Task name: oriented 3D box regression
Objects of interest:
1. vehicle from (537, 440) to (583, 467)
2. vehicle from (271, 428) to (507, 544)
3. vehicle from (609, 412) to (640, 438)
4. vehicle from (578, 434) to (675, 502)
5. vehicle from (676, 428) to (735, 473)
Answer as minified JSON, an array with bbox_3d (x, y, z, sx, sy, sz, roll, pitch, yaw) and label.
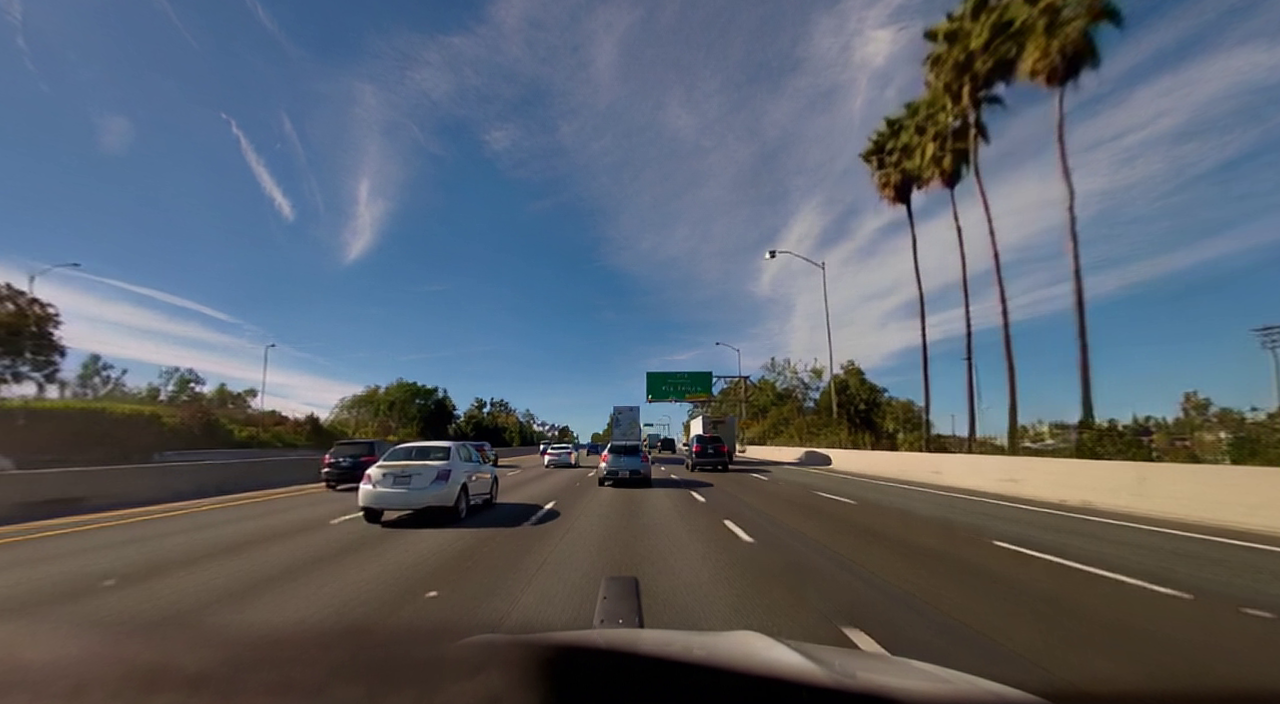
[{"bbox_3d":[-4.358,5.606,34.951,1.998,1.423,4.436,0,-8,0],"label":"vehicle"},{"bbox_3d":[-3.734,2.068,10.452,2.064,1.475,4.489,0,-8,0],"label":"vehicle"},{"bbox_3d":[-1.117,5.455,46.717,2.206,1.803,4.569,0,-8,-1],"label":"vehicle"},{"bbox_3d":[-0.304,2.850,15.920,2.136,1.470,3.971,0,-8,0],"label":"vehicle"},{"bbox_3d":[2.914,4.536,29.182,2.173,1.870,4.499,0,-8,-1],"label":"vehicle"}]
